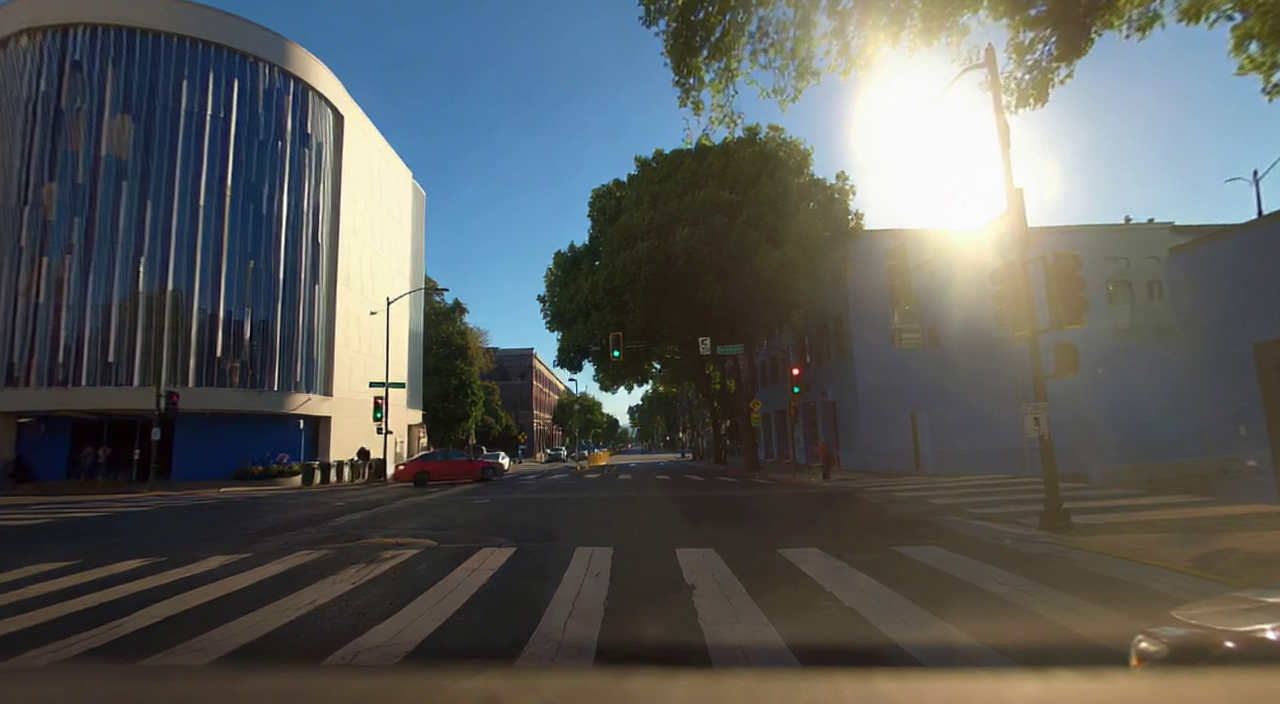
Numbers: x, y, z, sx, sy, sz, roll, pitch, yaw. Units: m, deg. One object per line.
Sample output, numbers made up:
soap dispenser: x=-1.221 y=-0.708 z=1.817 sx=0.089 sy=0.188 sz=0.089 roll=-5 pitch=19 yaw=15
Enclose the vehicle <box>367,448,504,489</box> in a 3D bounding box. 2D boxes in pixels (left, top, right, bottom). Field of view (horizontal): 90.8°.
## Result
vehicle: x=-8.229 y=4.658 z=25.697 sx=4.833 sy=1.452 sz=2.088 roll=6 pitch=-11 yaw=-36
